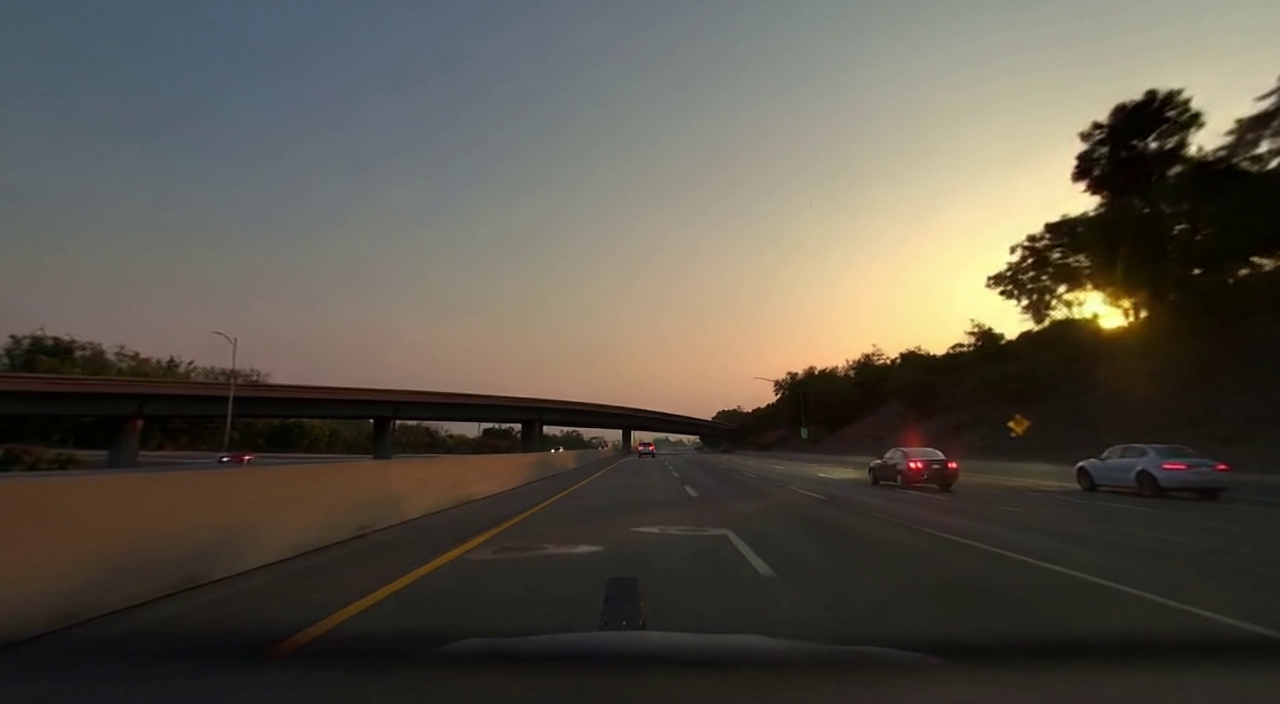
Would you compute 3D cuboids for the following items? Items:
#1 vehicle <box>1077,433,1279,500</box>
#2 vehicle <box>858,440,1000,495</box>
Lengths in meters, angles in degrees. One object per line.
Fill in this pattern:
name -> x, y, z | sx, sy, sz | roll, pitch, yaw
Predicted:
vehicle -> 15.376, 3.231, 18.226 | 2.116, 1.674, 4.566 | 0, -9, -1
vehicle -> 8.883, 3.577, 19.972 | 2.093, 1.525, 4.865 | 0, -9, -1
